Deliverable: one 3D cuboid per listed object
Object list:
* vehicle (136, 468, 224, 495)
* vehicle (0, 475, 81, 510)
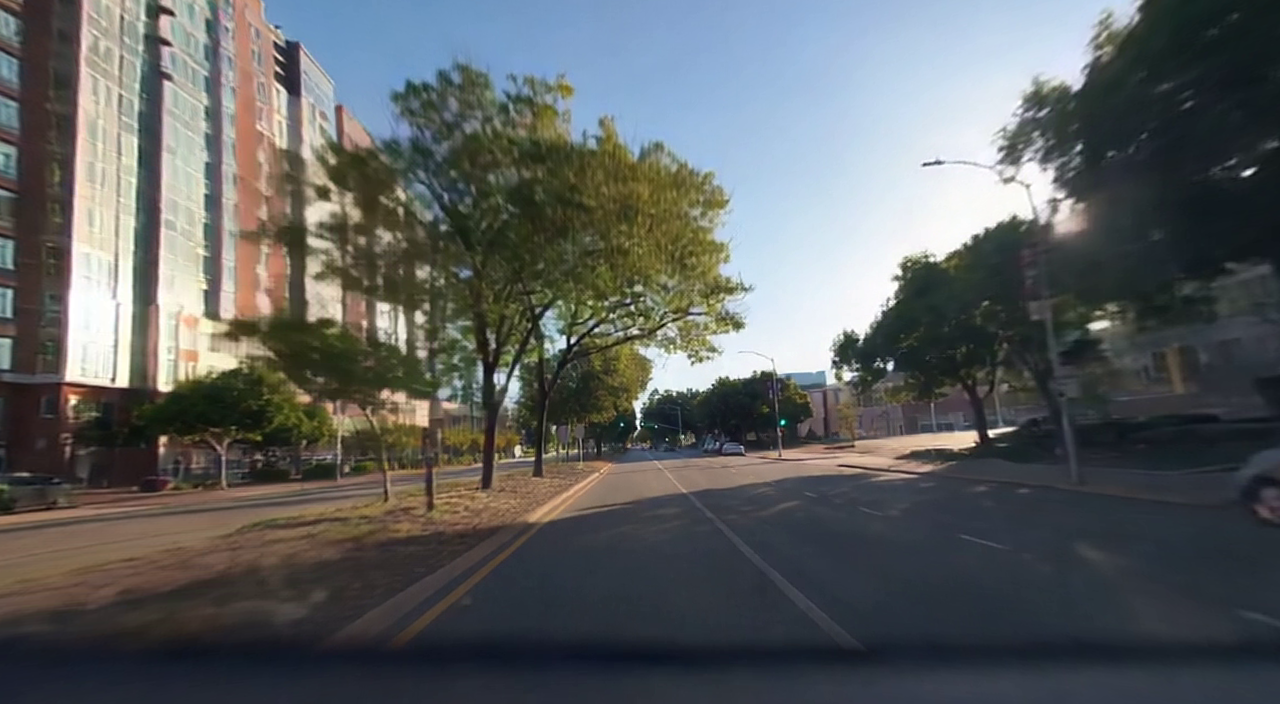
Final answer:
[{"bbox_3d":[-32.487,9.115,44.812,1.807,1.568,4.997,-4,-9,13],"label":"vehicle"},{"bbox_3d":[-30.973,6.893,31.013,4.646,1.544,2.187,3,-9,-19],"label":"vehicle"}]
